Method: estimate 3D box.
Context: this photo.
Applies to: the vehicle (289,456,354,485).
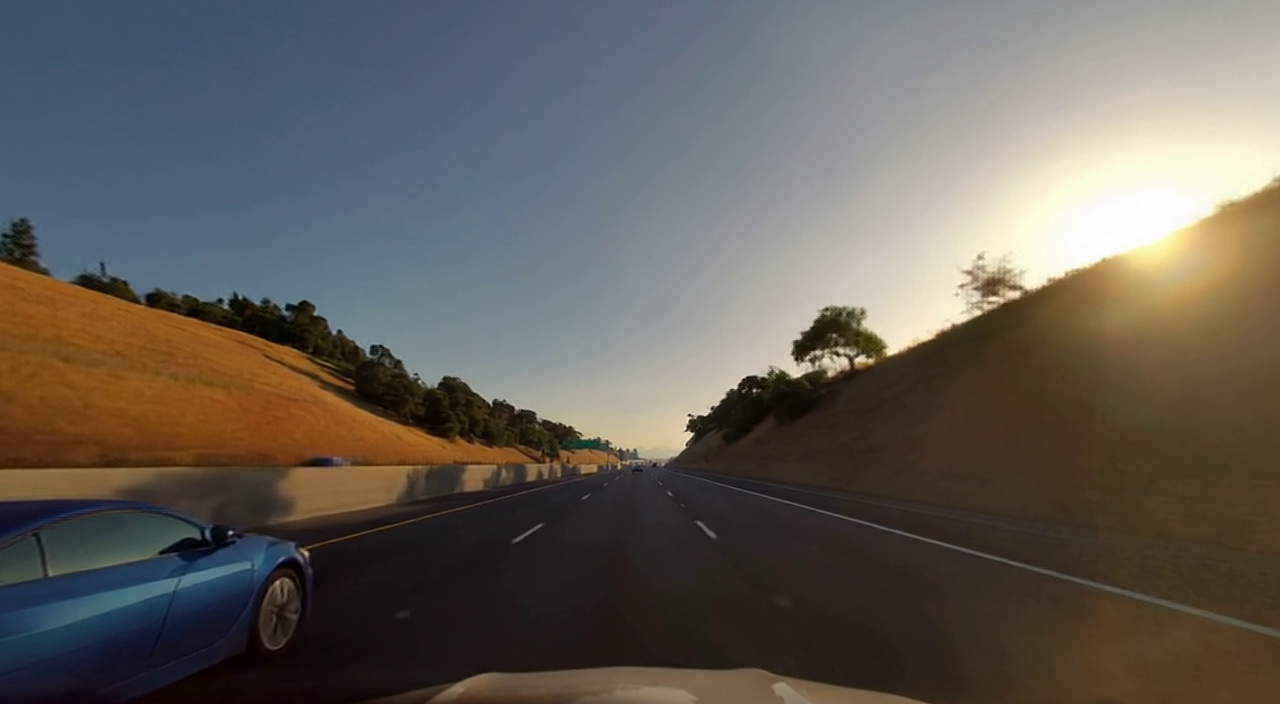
[{"bbox_3d":[-19.234,7.188,38.199,1.852,1.654,3.850,1,-10,0],"label":"vehicle"}]
